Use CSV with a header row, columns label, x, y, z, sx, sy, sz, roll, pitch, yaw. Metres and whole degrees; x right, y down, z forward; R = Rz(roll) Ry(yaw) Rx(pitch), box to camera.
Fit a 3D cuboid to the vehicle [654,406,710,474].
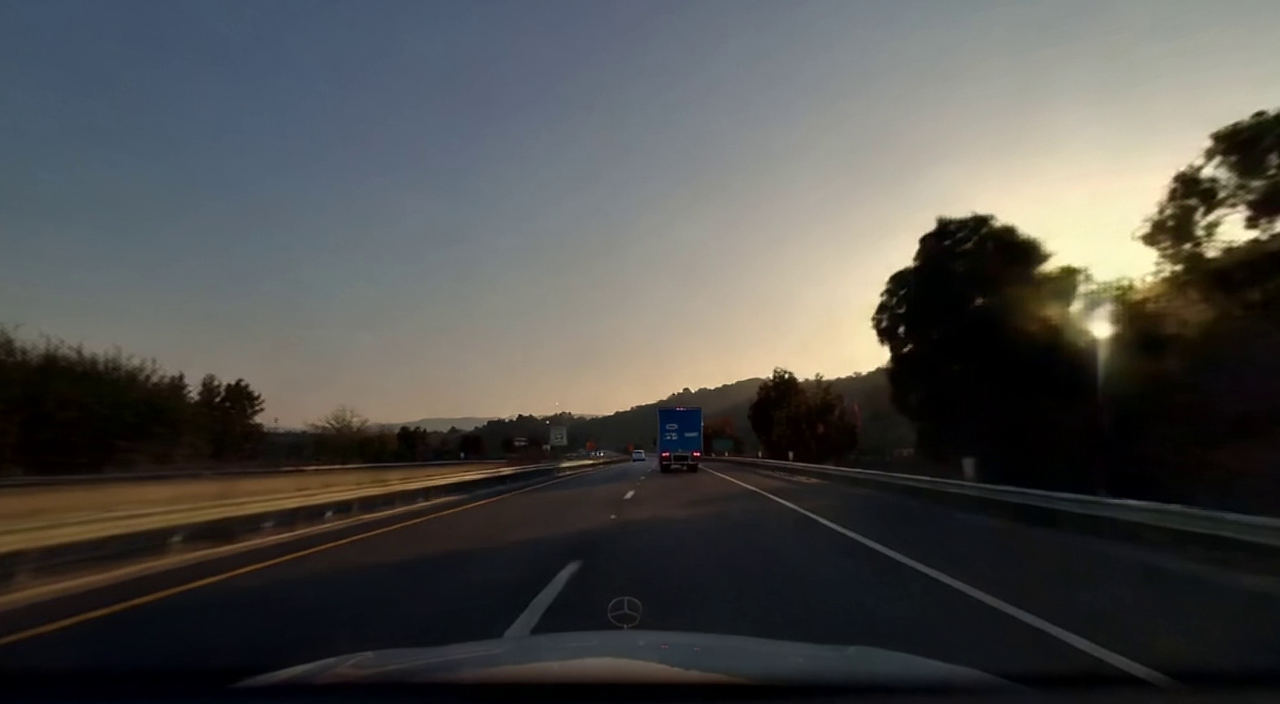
label,x,y,z,sx,sy,sz,roll,pitch,yaw
vehicle,2.458,5.676,40.165,3.107,3.718,10.231,0,-9,1
